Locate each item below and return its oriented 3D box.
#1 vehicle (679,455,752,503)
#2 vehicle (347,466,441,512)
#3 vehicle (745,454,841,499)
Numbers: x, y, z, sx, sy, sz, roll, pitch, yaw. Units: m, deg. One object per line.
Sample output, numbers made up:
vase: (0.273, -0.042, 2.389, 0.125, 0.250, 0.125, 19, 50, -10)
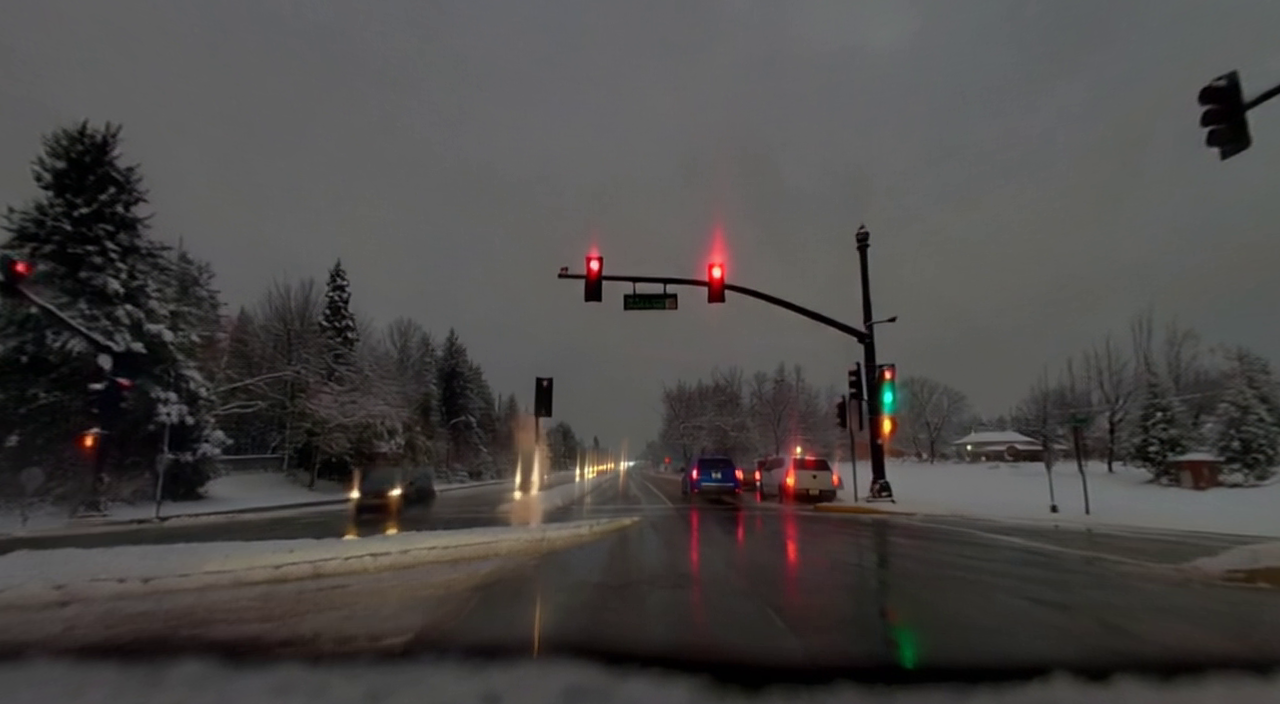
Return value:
vehicle: (2.854, 4.940, 25.030, 2.140, 1.655, 4.786, 0, -9, -2)
vehicle: (-8.859, 4.962, 23.169, 1.818, 1.397, 4.026, 0, -9, 0)
vehicle: (8.690, 7.145, 36.916, 2.771, 2.214, 7.159, 2, -9, -10)
